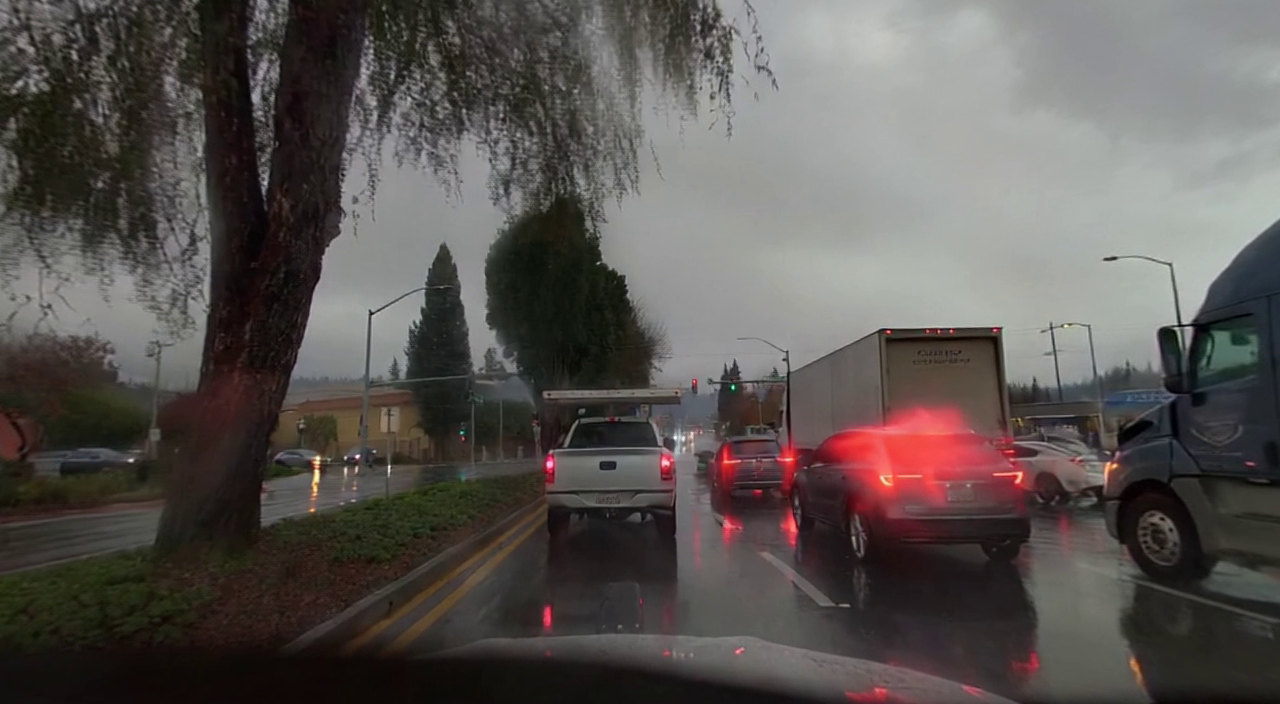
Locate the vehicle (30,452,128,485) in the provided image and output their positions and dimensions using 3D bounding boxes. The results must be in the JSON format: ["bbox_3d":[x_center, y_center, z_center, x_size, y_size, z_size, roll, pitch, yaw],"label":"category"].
[{"bbox_3d":[-28.580,5.912,32.358,1.730,1.534,3.922,1,-9,-7],"label":"vehicle"}]

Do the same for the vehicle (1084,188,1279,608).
[{"bbox_3d":[6.524,0.103,3.339,2.802,3.322,7.429,0,-9,0],"label":"vehicle"}]

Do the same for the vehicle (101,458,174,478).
[{"bbox_3d":[-38.185,8.806,48.014,4.150,1.474,1.826,-1,-9,6],"label":"vehicle"}]

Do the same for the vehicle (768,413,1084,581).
[{"bbox_3d":[3.255,1.765,8.611,1.905,1.587,4.998,0,-9,-1],"label":"vehicle"}]

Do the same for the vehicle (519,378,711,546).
[{"bbox_3d":[-0.362,1.820,10.883,2.499,2.183,5.111,0,-9,-1],"label":"vehicle"}]
